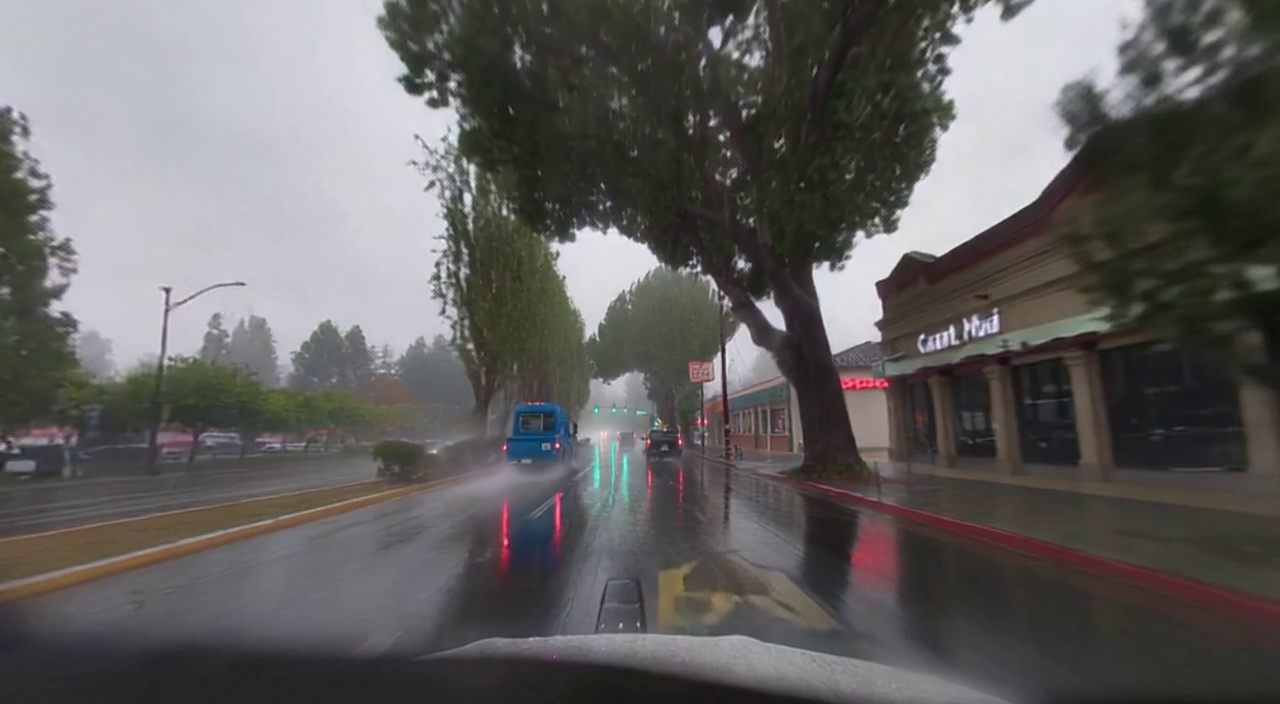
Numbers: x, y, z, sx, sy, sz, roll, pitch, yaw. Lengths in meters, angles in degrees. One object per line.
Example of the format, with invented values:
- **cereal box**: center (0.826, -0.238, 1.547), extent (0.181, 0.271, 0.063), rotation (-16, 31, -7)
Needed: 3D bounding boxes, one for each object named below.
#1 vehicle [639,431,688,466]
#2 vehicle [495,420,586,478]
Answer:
- **vehicle**: center (1.035, 4.516, 29.900), extent (2.103, 1.487, 4.101), rotation (0, -7, 0)
- **vehicle**: center (-3.304, 3.342, 22.118), extent (2.464, 1.777, 5.128), rotation (0, -7, -1)
